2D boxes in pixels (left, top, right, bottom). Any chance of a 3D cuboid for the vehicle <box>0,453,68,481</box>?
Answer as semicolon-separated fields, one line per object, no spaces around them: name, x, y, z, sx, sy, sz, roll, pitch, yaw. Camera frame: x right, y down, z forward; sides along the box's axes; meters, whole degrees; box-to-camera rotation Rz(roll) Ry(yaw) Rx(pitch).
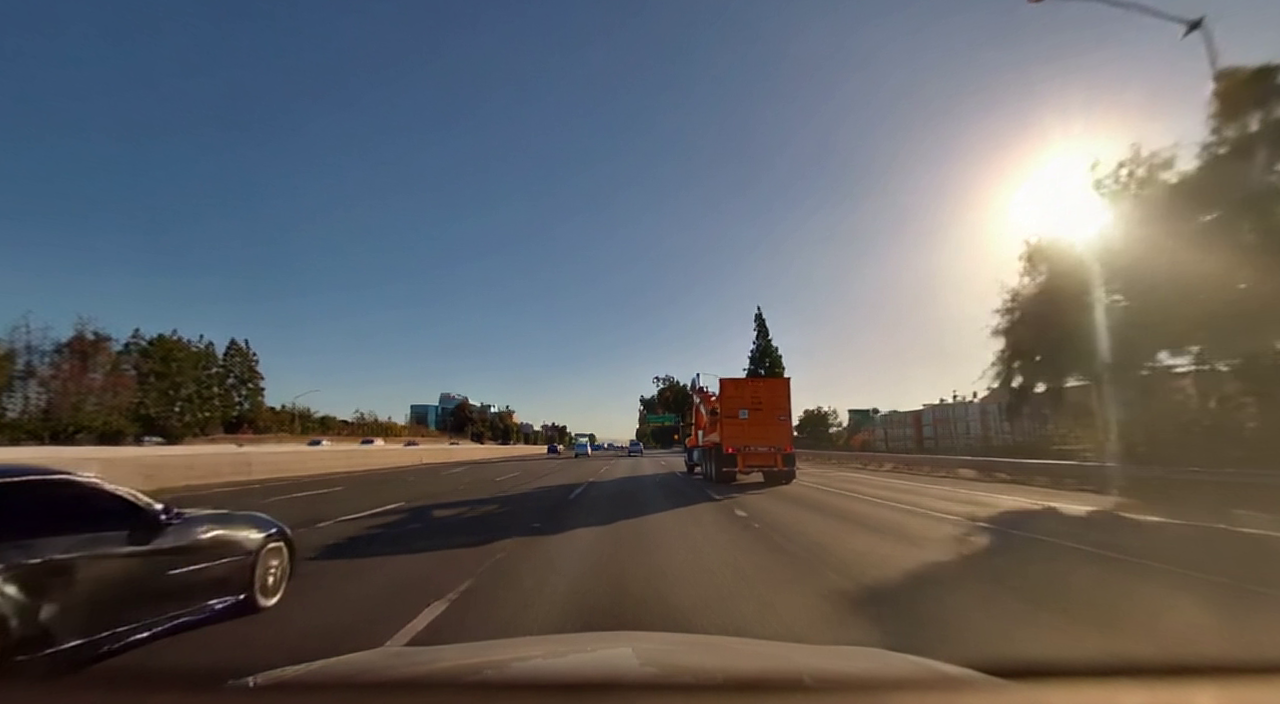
vehicle;-34.180;6.250;34.494;1.746;1.446;4.326;0;-9;0

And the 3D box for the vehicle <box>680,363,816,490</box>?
vehicle;3.372;2.898;23.208;2.966;3.586;10.563;0;-9;-1
